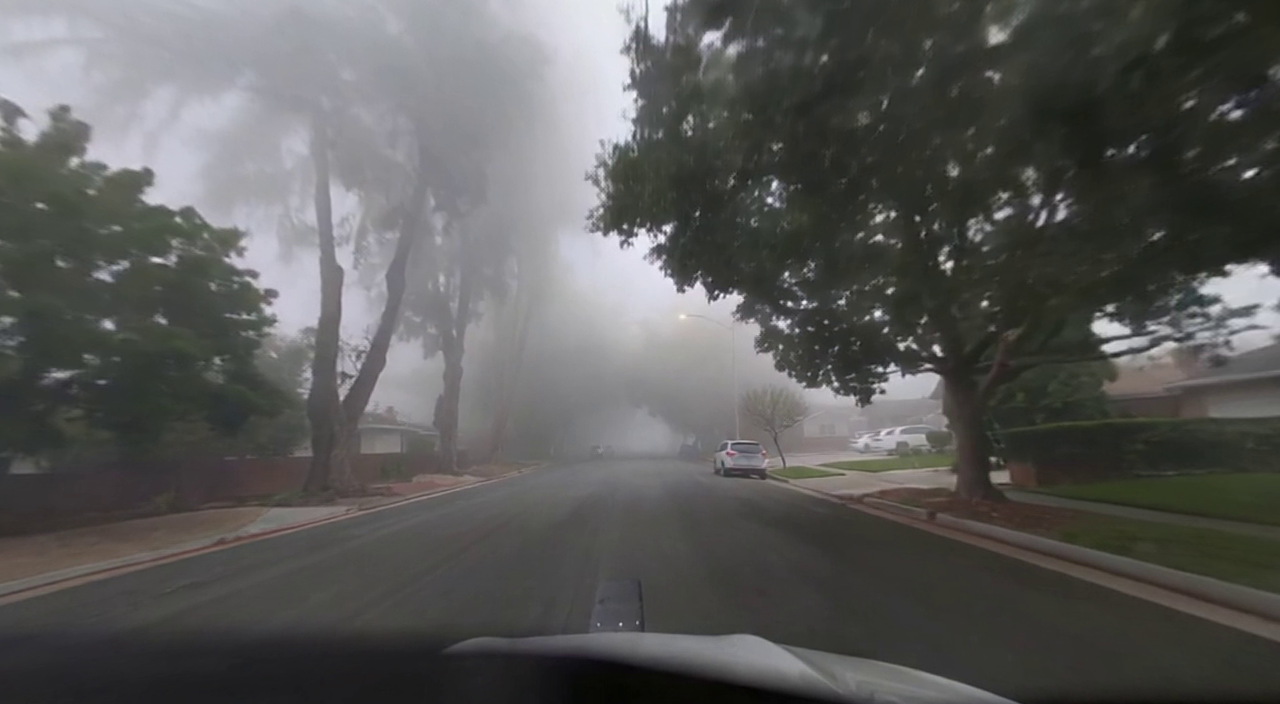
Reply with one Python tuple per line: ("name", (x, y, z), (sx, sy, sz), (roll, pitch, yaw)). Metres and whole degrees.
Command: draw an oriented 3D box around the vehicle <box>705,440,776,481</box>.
("vehicle", (3.867, 4.240, 25.004), (2.013, 1.473, 4.329), (0, -8, -1))
